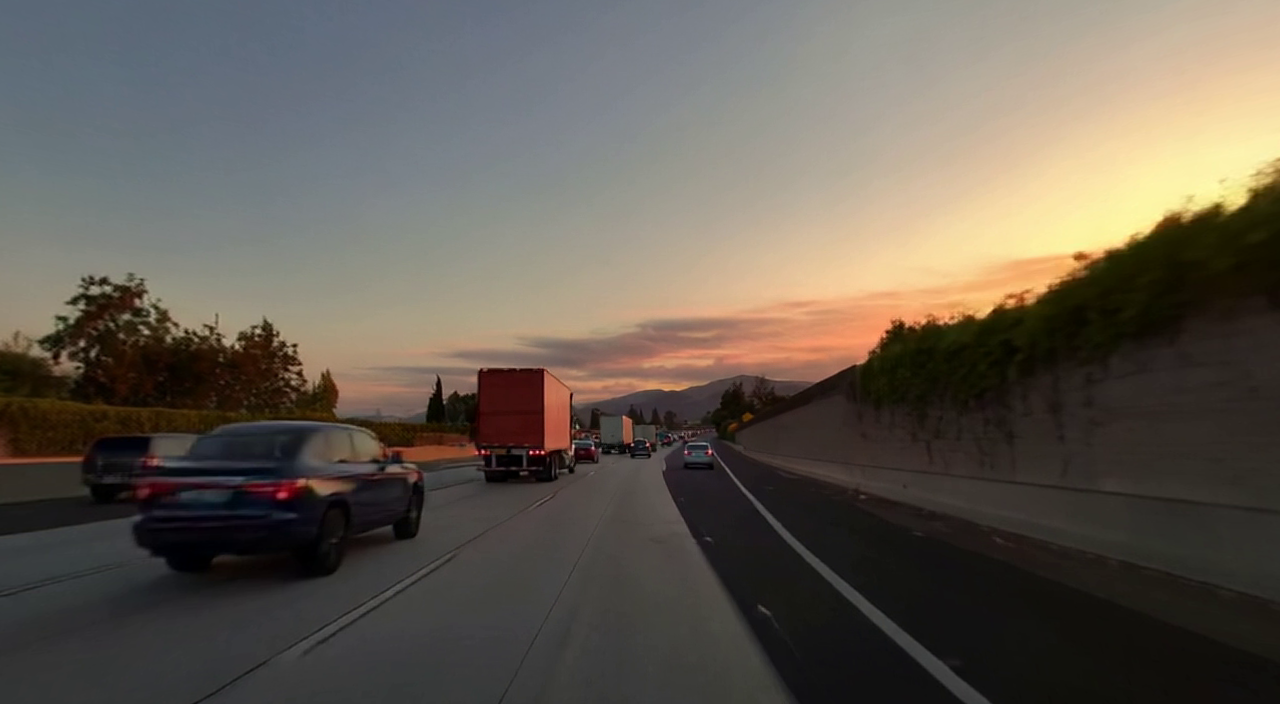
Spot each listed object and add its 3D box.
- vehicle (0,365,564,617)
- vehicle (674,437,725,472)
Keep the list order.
[{"bbox_3d":[-3.931,2.173,12.466,3.050,1.964,15.030,0,-8,0],"label":"vehicle"},{"bbox_3d":[2.686,4.710,29.259,2.176,1.493,3.955,-1,-8,3],"label":"vehicle"}]
